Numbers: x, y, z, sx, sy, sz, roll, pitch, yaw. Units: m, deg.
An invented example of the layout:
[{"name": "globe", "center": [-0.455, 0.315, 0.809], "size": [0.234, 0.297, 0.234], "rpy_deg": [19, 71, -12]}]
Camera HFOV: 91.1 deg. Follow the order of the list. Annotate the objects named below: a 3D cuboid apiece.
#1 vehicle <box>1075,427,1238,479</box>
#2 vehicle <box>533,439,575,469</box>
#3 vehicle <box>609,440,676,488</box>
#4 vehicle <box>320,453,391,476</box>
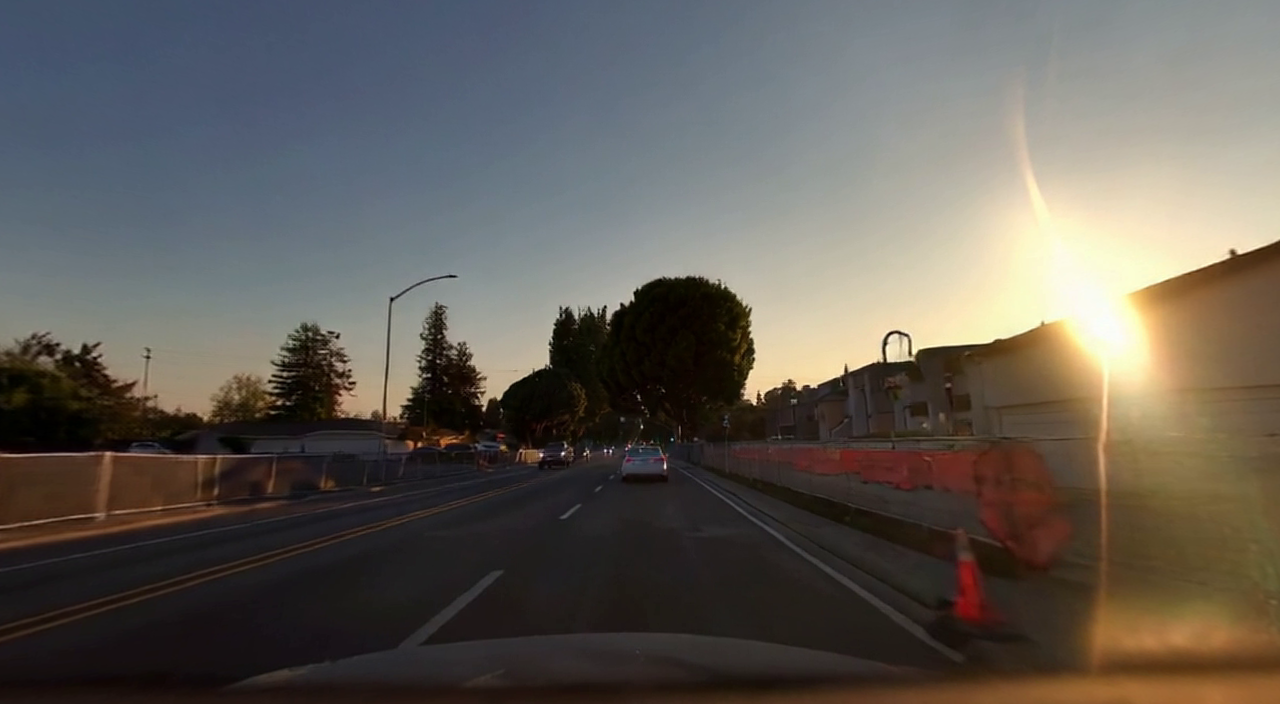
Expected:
[{"name": "vehicle", "center": [18.833, 3.722, 23.264], "size": [2.039, 1.705, 4.666], "rpy_deg": [0, -9, 0]}, {"name": "vehicle", "center": [-6.513, 7.846, 48.447], "size": [2.340, 2.103, 5.526], "rpy_deg": [0, -9, 1]}, {"name": "vehicle", "center": [0.083, 3.893, 22.138], "size": [2.144, 1.514, 4.063], "rpy_deg": [0, -9, 0]}, {"name": "vehicle", "center": [-20.275, 8.002, 44.761], "size": [4.332, 1.560, 1.841], "rpy_deg": [-2, -9, 15]}]
